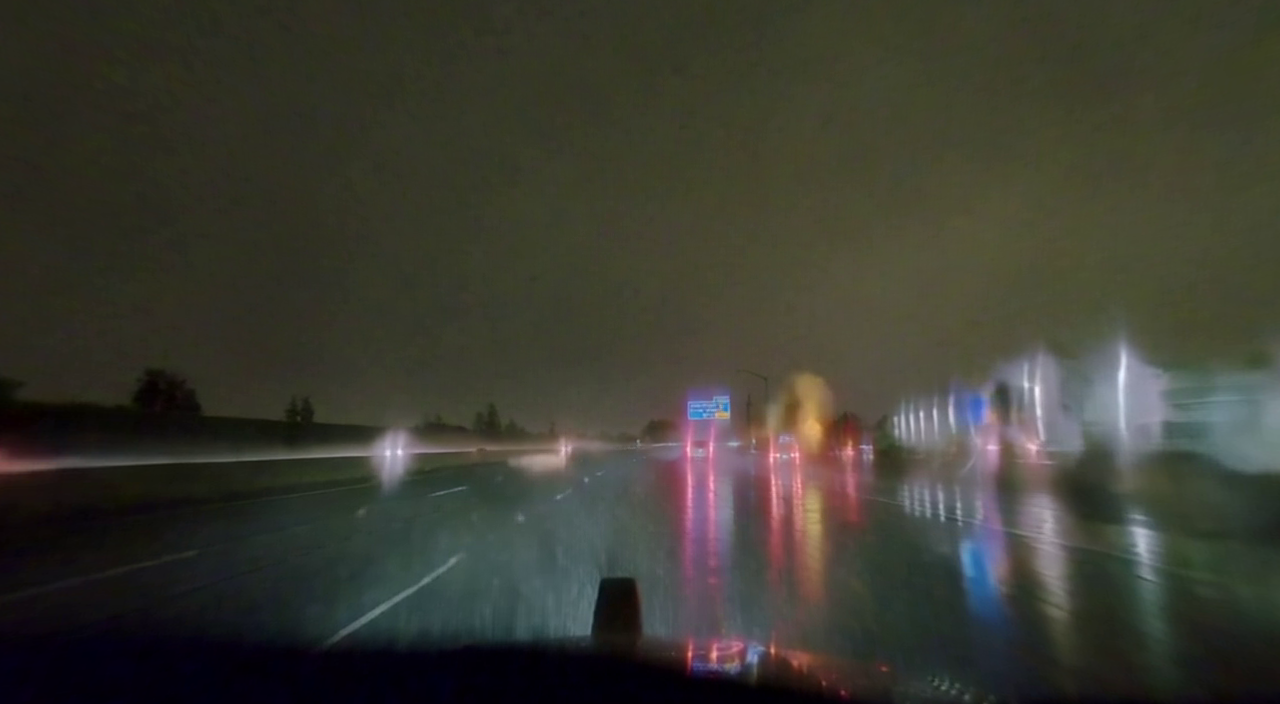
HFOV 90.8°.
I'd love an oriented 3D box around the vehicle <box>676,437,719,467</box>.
[{"bbox_3d":[3.527,6.210,39.407,2.224,1.738,4.376,0,-9,0],"label":"vehicle"}]
